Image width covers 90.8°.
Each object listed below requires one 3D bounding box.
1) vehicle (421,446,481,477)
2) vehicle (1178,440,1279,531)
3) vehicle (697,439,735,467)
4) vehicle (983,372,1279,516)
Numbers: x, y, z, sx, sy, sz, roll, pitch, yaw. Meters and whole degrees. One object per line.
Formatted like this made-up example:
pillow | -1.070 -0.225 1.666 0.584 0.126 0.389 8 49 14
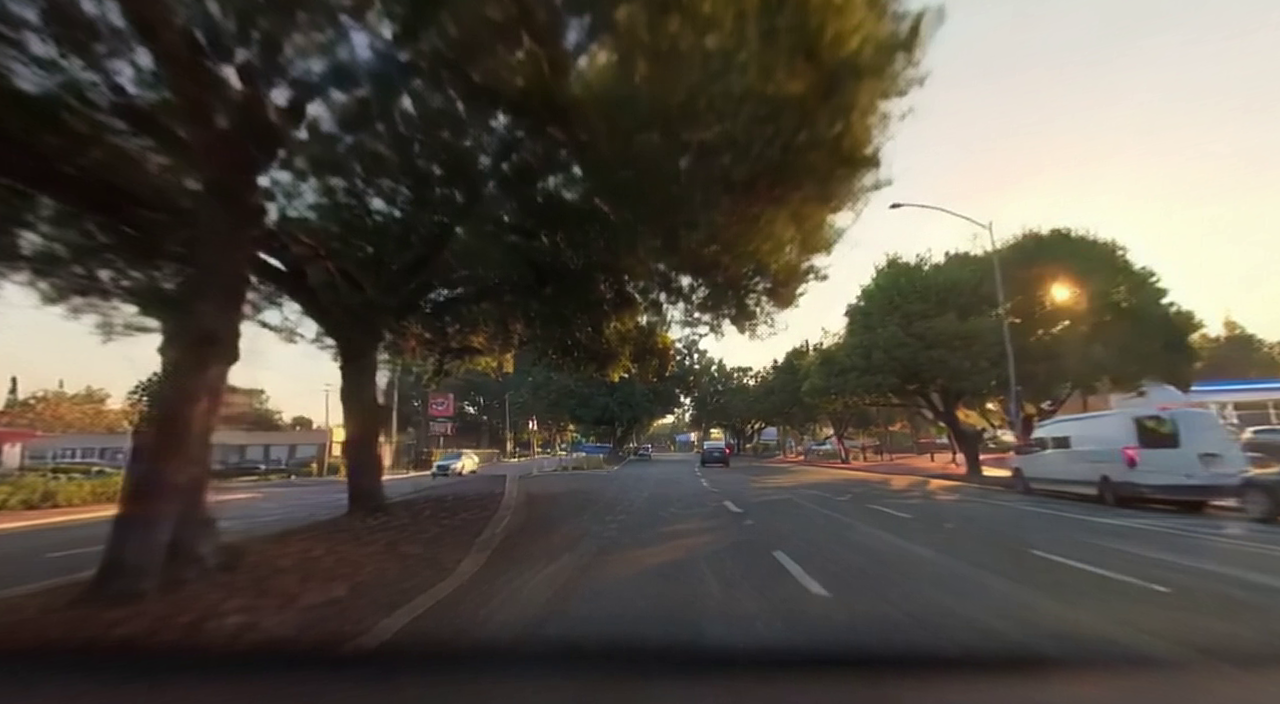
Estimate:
vehicle | -10.600 6.165 35.811 1.994 1.657 4.510 0 -9 1
vehicle | 10.960 2.007 9.308 1.857 1.411 4.859 0 -9 1
vehicle | 4.746 6.383 39.904 1.957 1.643 4.226 0 -9 1
vehicle | 11.057 2.187 15.016 2.507 2.745 5.779 0 -9 1
